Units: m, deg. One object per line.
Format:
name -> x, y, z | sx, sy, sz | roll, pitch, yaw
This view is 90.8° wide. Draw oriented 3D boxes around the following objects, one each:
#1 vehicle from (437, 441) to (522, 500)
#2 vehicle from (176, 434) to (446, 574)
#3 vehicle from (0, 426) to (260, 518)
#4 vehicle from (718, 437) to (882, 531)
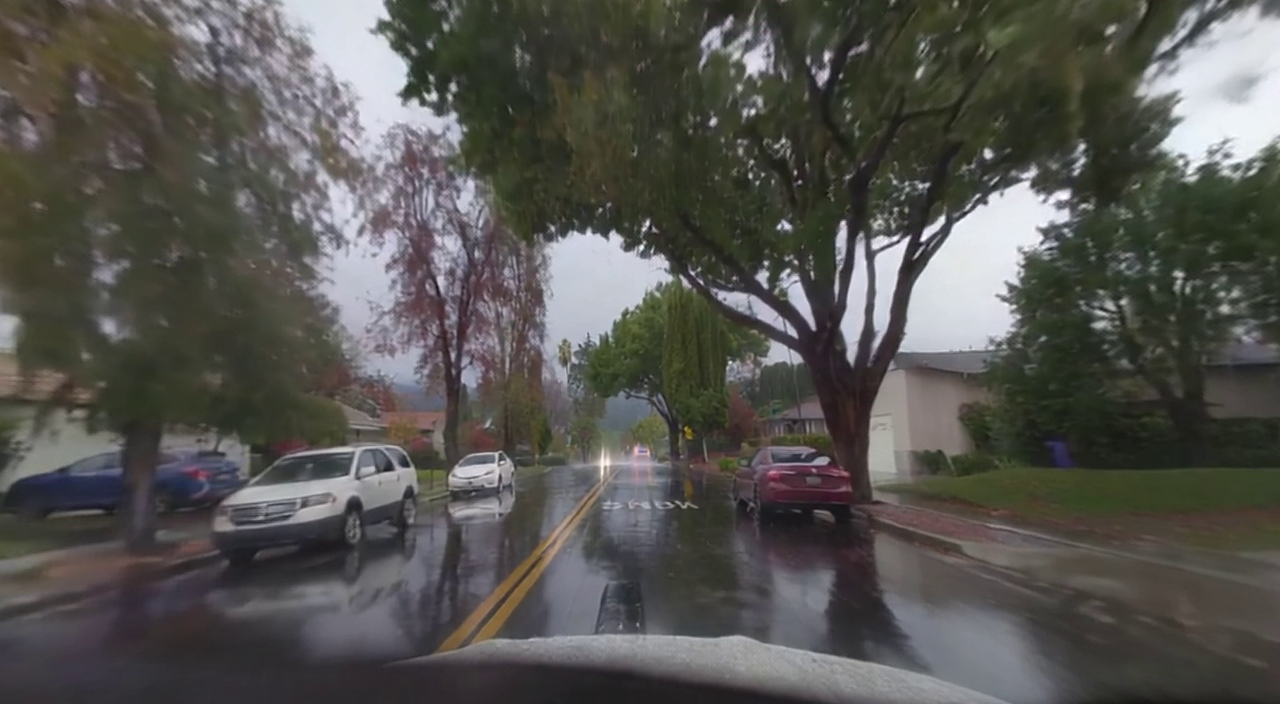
vehicle -> -5.894, 4.367, 23.771 | 2.027, 1.803, 4.306 | -5, -8, 0
vehicle -> -5.476, 2.509, 11.591 | 2.155, 1.907, 5.100 | -2, -8, 1
vehicle -> -12.796, 2.938, 15.692 | 5.234, 2.076, 2.197 | -1, -9, 2
vehicle -> 2.938, 2.524, 12.738 | 2.047, 1.532, 4.350 | 0, -9, -2
